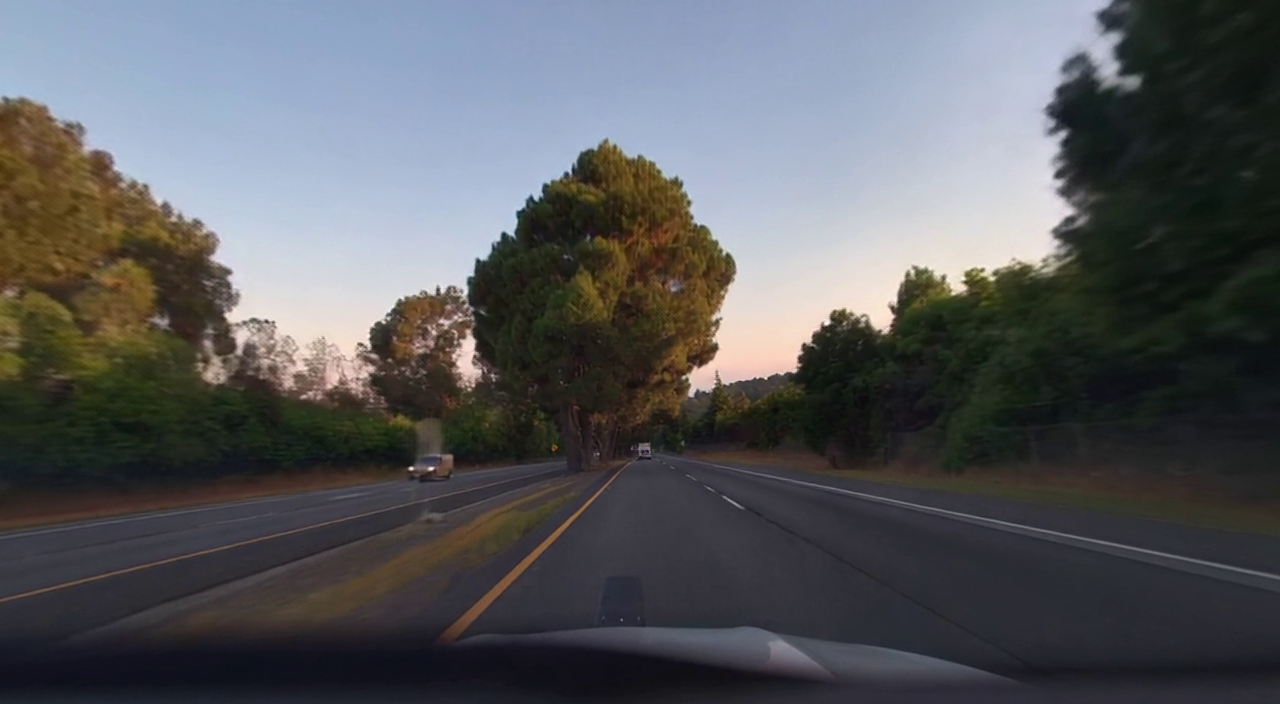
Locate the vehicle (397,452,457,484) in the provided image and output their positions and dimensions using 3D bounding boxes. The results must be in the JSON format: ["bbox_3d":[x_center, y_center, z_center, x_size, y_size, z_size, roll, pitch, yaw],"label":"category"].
[{"bbox_3d":[-13.937,7.570,41.613,2.127,1.936,4.888,0,-9,1],"label":"vehicle"}]
